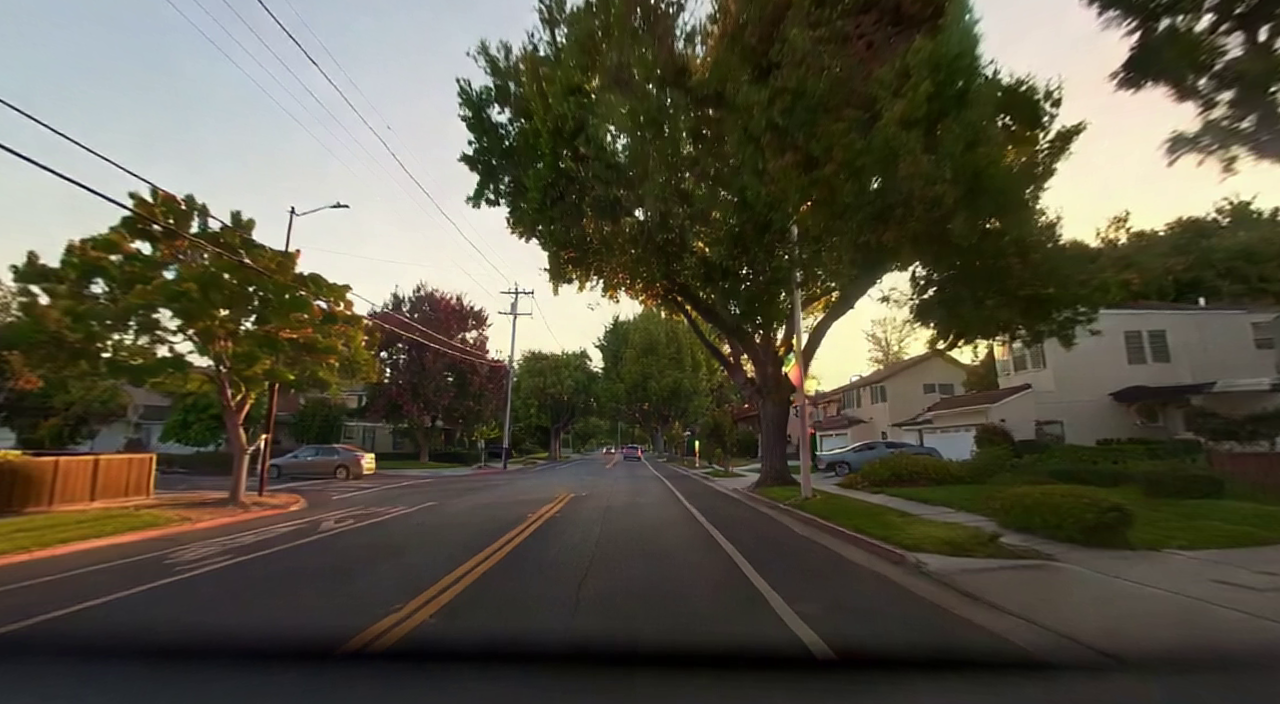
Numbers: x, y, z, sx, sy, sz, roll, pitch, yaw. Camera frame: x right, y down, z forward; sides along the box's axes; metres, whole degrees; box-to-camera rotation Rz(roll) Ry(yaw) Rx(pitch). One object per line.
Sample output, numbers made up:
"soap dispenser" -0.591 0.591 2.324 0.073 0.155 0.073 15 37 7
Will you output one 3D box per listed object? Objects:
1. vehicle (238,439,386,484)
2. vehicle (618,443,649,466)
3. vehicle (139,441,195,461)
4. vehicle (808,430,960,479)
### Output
"vehicle" -14.383 4.826 27.954 5.217 1.866 2.342 0 -9 1
"vehicle" -0.487 7.985 49.445 2.303 1.747 4.679 0 -8 0
"vehicle" -35.079 7.359 46.931 1.533 1.417 3.342 0 -9 1
"vehicle" 8.993 3.840 23.750 4.953 1.704 1.952 -1 -9 10
